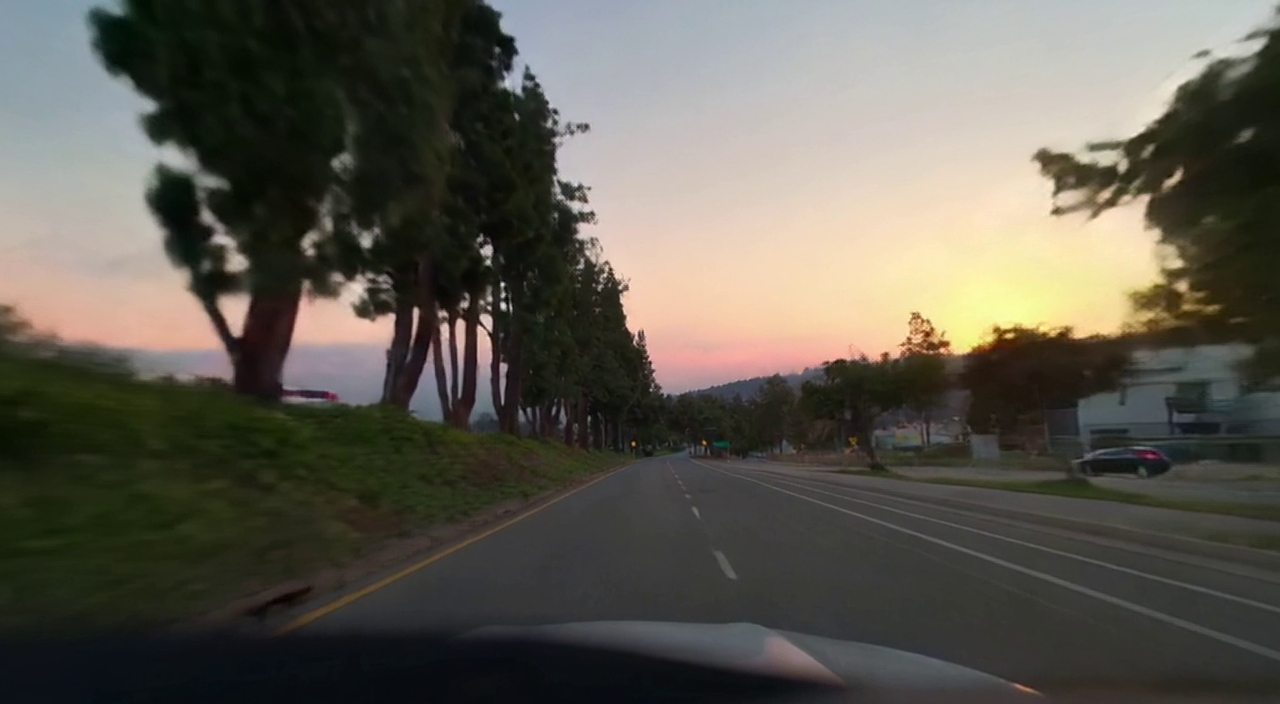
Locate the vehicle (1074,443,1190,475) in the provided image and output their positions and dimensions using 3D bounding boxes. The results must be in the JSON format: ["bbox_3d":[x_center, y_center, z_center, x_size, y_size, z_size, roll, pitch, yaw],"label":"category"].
[{"bbox_3d":[26.051,5.678,33.379,4.473,1.581,1.973,0,-9,-1],"label":"vehicle"}]
